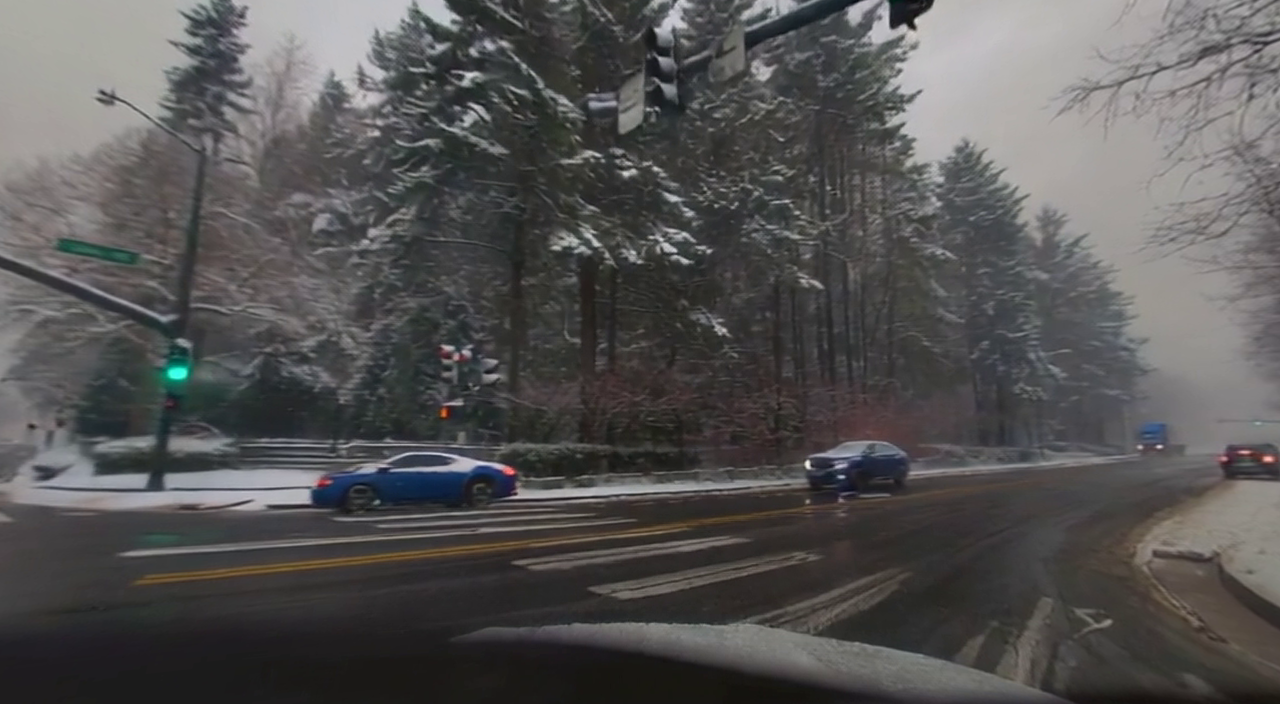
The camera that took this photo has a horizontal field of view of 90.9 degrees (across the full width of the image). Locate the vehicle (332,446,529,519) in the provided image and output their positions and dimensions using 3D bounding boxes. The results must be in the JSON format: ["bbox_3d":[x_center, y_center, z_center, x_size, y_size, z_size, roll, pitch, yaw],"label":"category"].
[{"bbox_3d":[-4.631,2.840,14.158,3.816,1.410,1.757,6,-11,-35],"label":"vehicle"}]

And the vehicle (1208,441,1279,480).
[{"bbox_3d":[26.206,4.636,27.122,4.389,1.509,2.098,8,-13,-43],"label":"vehicle"}]

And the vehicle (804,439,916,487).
[{"bbox_3d":[8.847,4.394,25.132,4.662,1.687,2.145,8,-13,-42],"label":"vehicle"}]
